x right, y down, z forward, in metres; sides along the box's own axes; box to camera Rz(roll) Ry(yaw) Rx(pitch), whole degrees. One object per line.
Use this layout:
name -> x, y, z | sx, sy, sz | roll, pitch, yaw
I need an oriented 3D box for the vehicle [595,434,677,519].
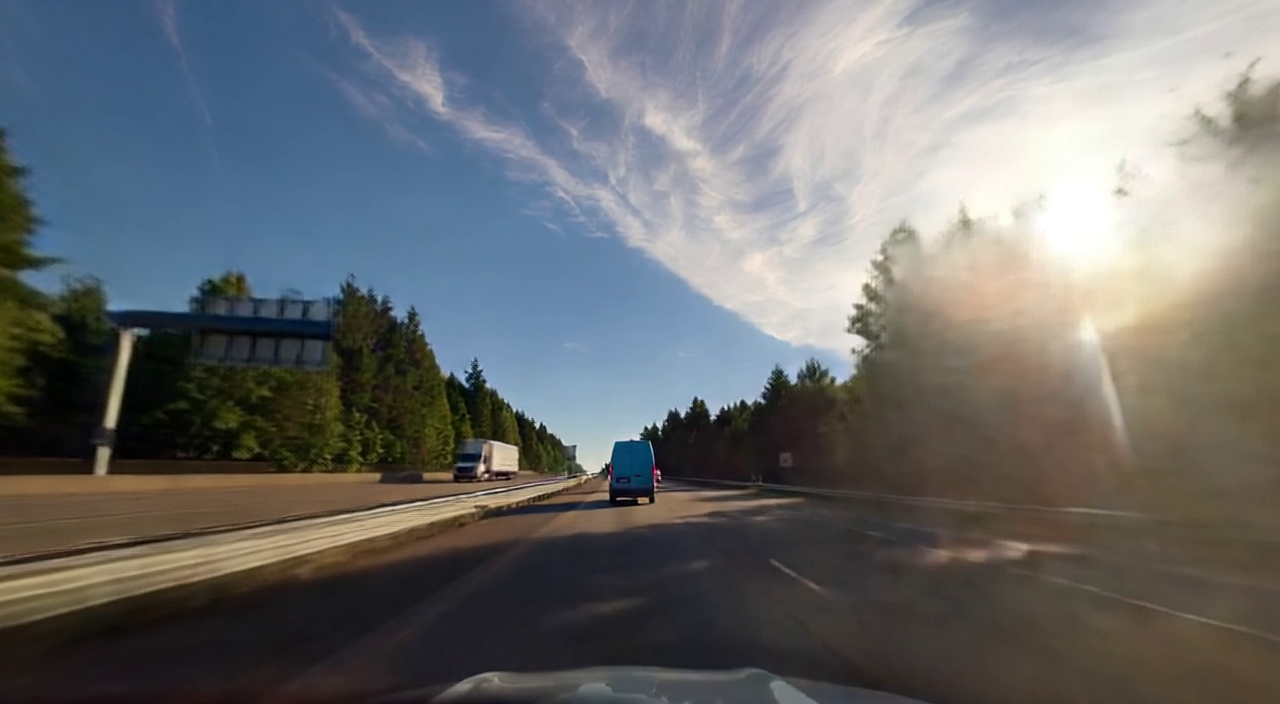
vehicle -> -0.246, 4.206, 21.589 | 2.375, 2.432, 6.161 | 1, -10, -3
